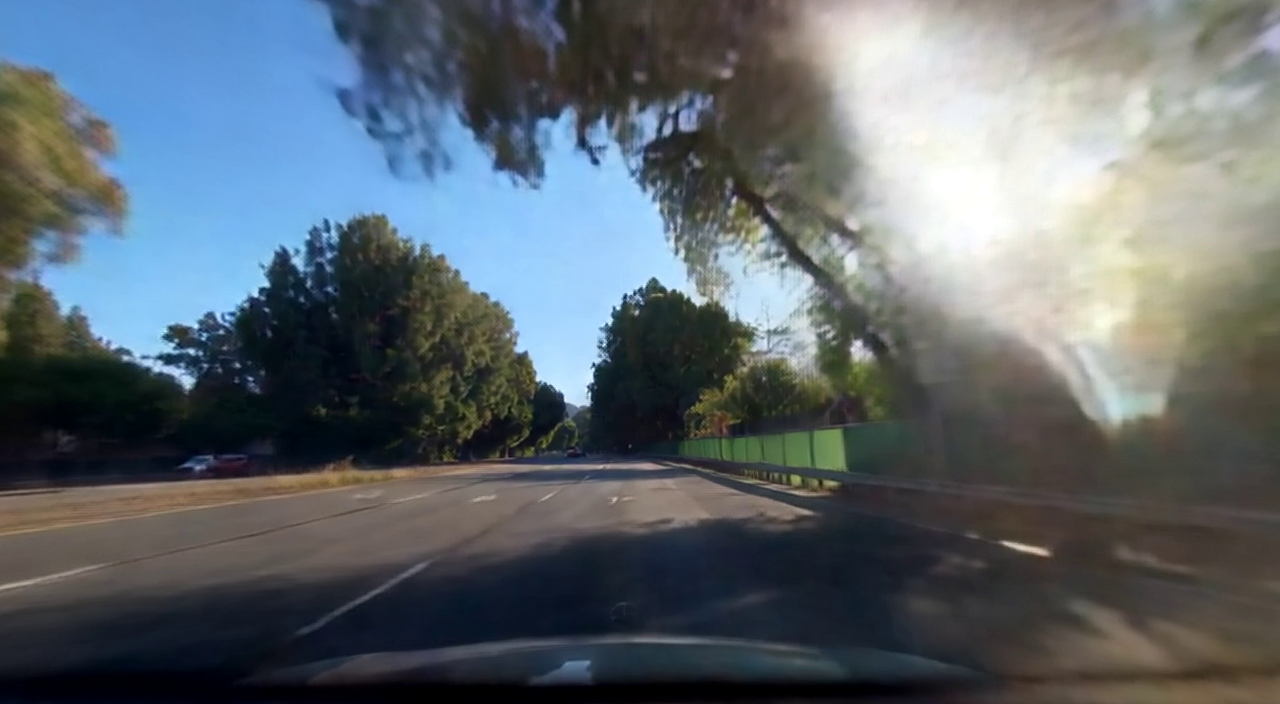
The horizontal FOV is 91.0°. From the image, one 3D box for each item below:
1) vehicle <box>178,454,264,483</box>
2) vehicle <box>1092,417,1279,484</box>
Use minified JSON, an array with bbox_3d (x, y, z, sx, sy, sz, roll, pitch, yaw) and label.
[{"bbox_3d":[-24.323,6.768,36.766,1.914,1.500,4.462,-1,-9,0],"label":"vehicle"},{"bbox_3d":[16.496,2.898,18.527,4.740,1.831,2.002,0,-9,0],"label":"vehicle"}]
